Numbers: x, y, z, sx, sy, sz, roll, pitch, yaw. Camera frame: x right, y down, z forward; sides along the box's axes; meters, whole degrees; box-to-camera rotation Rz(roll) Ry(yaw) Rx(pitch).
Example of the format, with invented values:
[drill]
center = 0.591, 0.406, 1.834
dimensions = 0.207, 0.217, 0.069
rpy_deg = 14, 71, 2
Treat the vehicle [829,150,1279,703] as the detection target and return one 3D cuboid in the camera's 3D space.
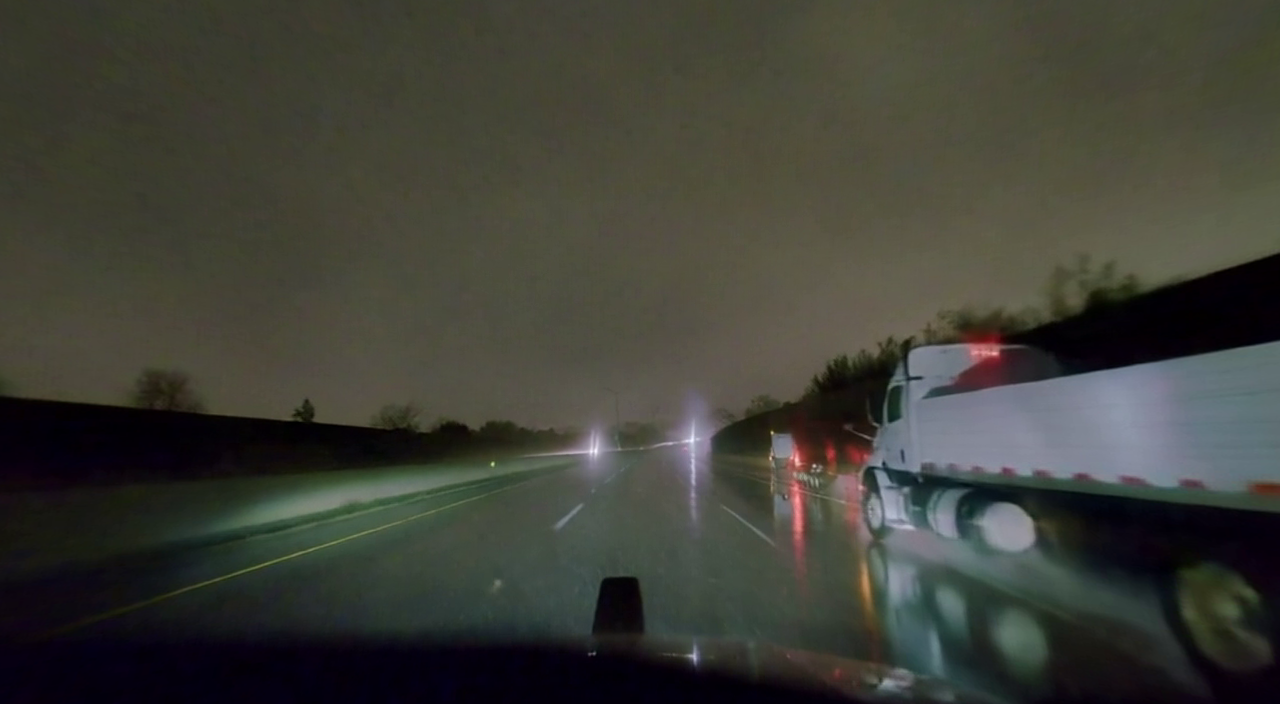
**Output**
[vehicle]
center = 4.148, 0.807, 5.487
dimensions = 2.436, 2.701, 7.451
rpy_deg = 0, -9, -2
